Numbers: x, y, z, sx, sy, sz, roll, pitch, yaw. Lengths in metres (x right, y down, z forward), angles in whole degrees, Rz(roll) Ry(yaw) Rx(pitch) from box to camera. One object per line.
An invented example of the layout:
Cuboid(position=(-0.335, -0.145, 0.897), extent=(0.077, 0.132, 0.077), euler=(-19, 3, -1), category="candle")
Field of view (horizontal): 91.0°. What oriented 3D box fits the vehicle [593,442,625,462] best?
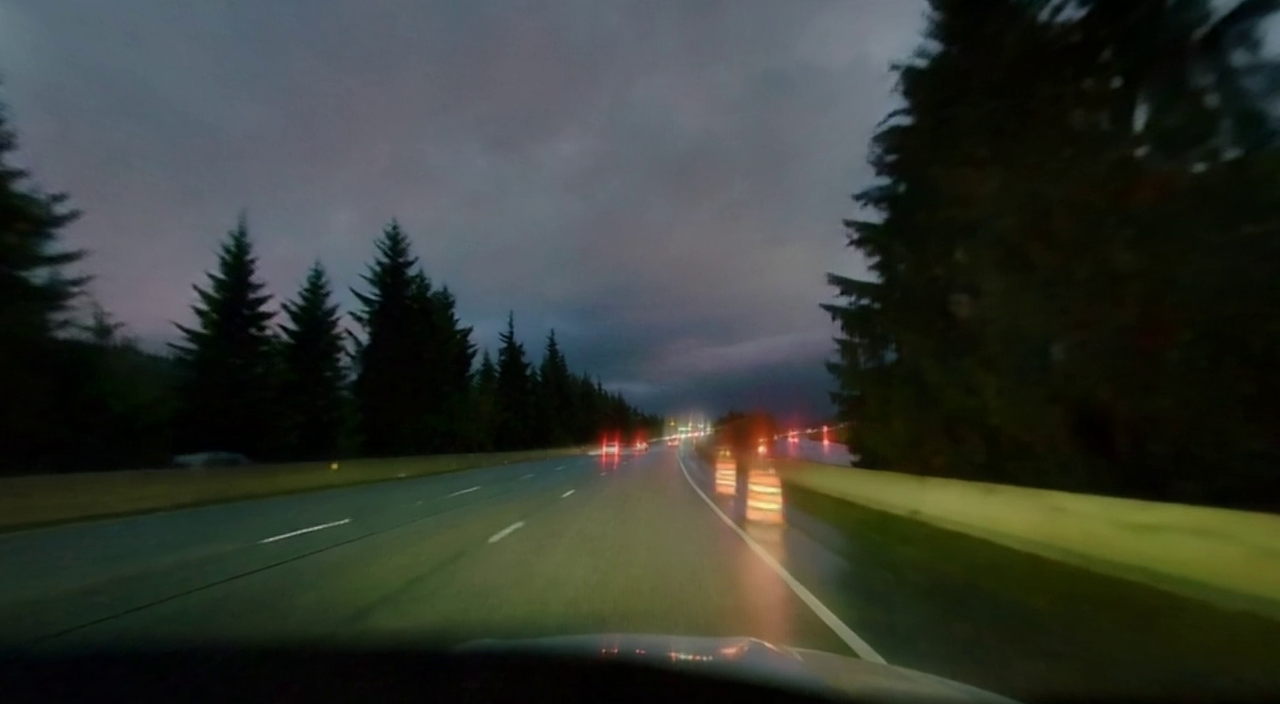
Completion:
Cuboid(position=(-2.341, 7.719, 48.903), extent=(2.118, 1.475, 4.263), euler=(0, -8, 2), category="vehicle")
